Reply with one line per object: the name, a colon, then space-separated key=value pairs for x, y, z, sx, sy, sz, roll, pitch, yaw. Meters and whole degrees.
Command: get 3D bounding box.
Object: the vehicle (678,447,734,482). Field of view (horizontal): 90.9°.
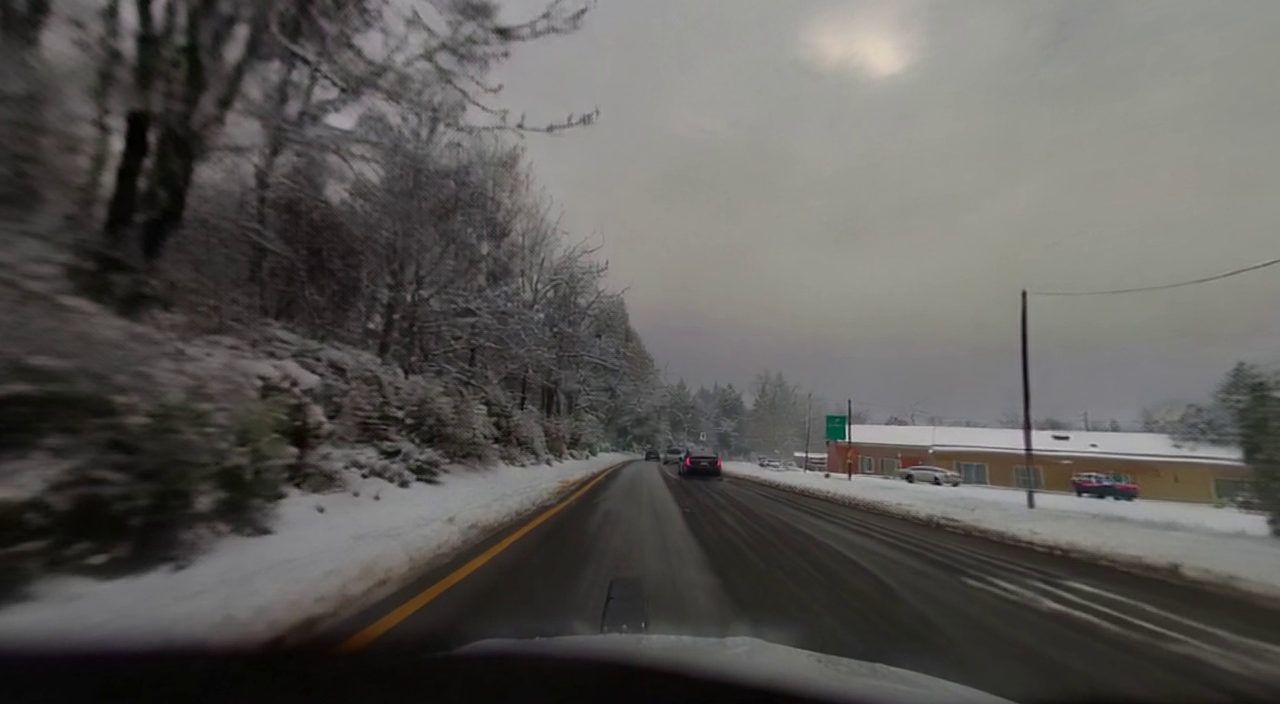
vehicle: x=2.972 y=5.182 z=29.404 sx=1.956 sy=1.473 sz=4.640 roll=0 pitch=-9 yaw=-2
